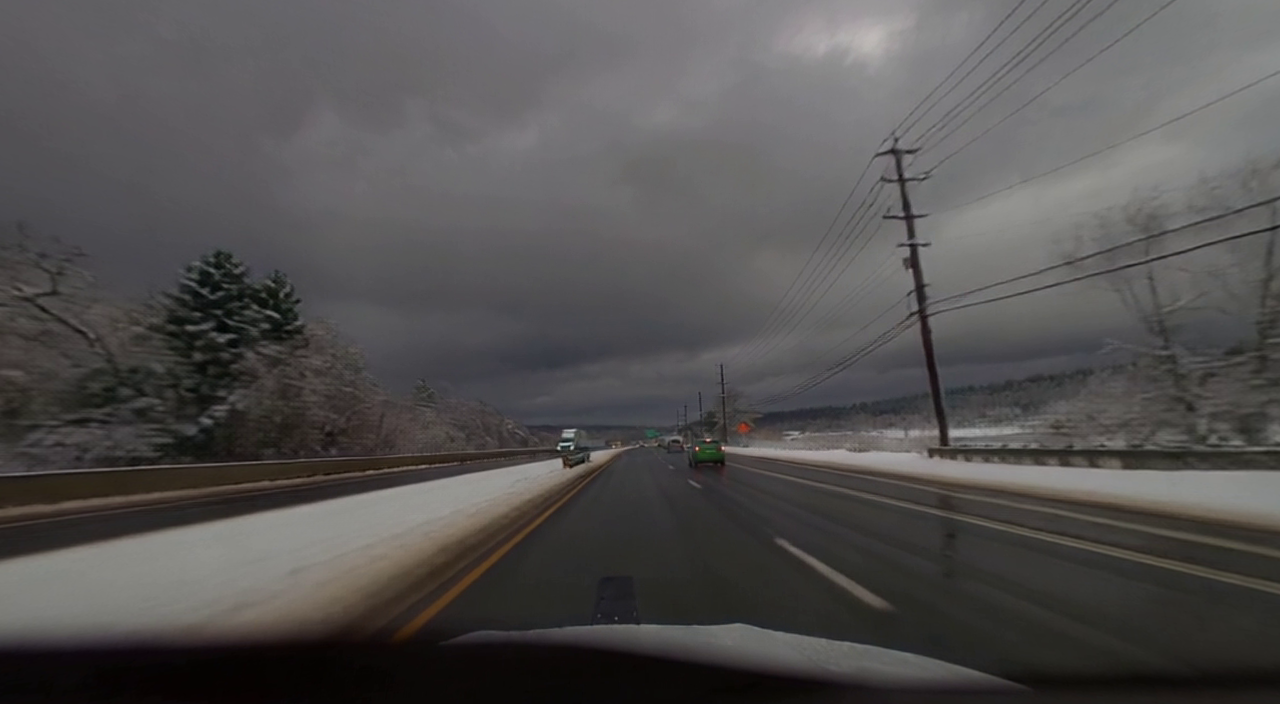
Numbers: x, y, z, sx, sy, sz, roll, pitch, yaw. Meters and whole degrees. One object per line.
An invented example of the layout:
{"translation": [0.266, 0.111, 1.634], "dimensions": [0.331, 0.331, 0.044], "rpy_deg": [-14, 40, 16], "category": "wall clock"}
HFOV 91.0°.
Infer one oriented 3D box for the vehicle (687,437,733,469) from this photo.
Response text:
{"translation": [3.671, 5.379, 33.799], "dimensions": [1.977, 1.581, 4.428], "rpy_deg": [-1, -8, 0], "category": "vehicle"}
